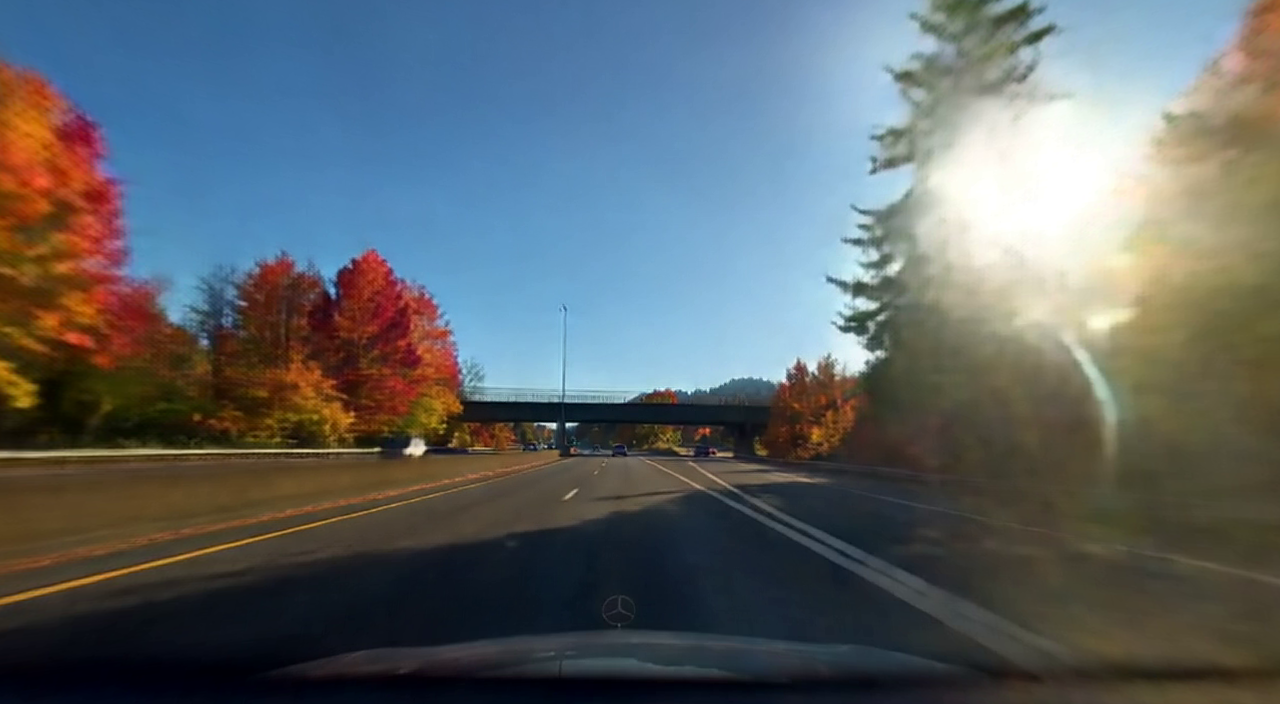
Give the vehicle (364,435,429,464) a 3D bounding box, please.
[{"bbox_3d":[-13.646,5.503,35.375,1.907,1.473,4.490,0,-9,-1],"label":"vehicle"}]
